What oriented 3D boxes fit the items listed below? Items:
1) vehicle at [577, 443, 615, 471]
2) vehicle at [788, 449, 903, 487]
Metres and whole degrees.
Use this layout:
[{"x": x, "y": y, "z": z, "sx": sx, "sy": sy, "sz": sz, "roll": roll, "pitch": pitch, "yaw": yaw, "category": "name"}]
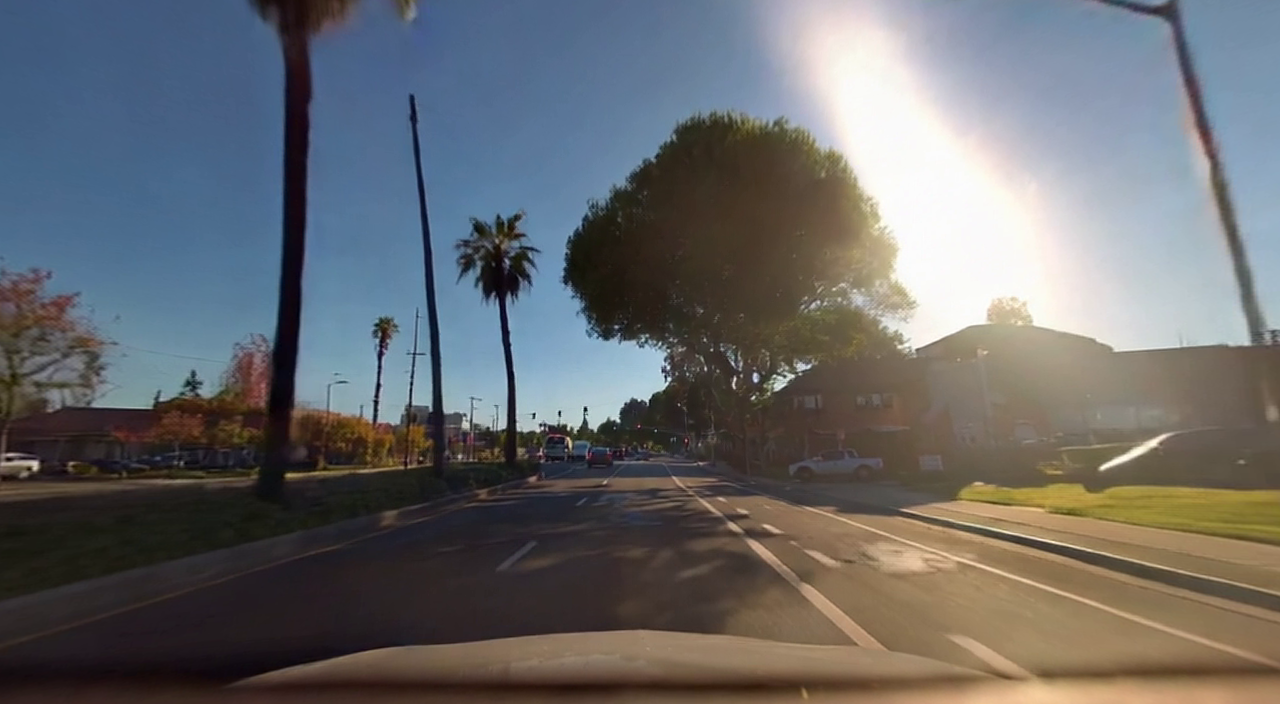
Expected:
[{"x": -2.932, "y": 7.212, "z": 43.386, "sx": 2.116, "sy": 1.806, "sz": 4.516, "roll": 0, "pitch": -9, "yaw": 2, "category": "vehicle"}, {"x": 8.783, "y": 5.006, "z": 27.317, "sx": 4.509, "sy": 1.520, "sz": 1.952, "roll": -1, "pitch": -9, "yaw": 11, "category": "vehicle"}]
